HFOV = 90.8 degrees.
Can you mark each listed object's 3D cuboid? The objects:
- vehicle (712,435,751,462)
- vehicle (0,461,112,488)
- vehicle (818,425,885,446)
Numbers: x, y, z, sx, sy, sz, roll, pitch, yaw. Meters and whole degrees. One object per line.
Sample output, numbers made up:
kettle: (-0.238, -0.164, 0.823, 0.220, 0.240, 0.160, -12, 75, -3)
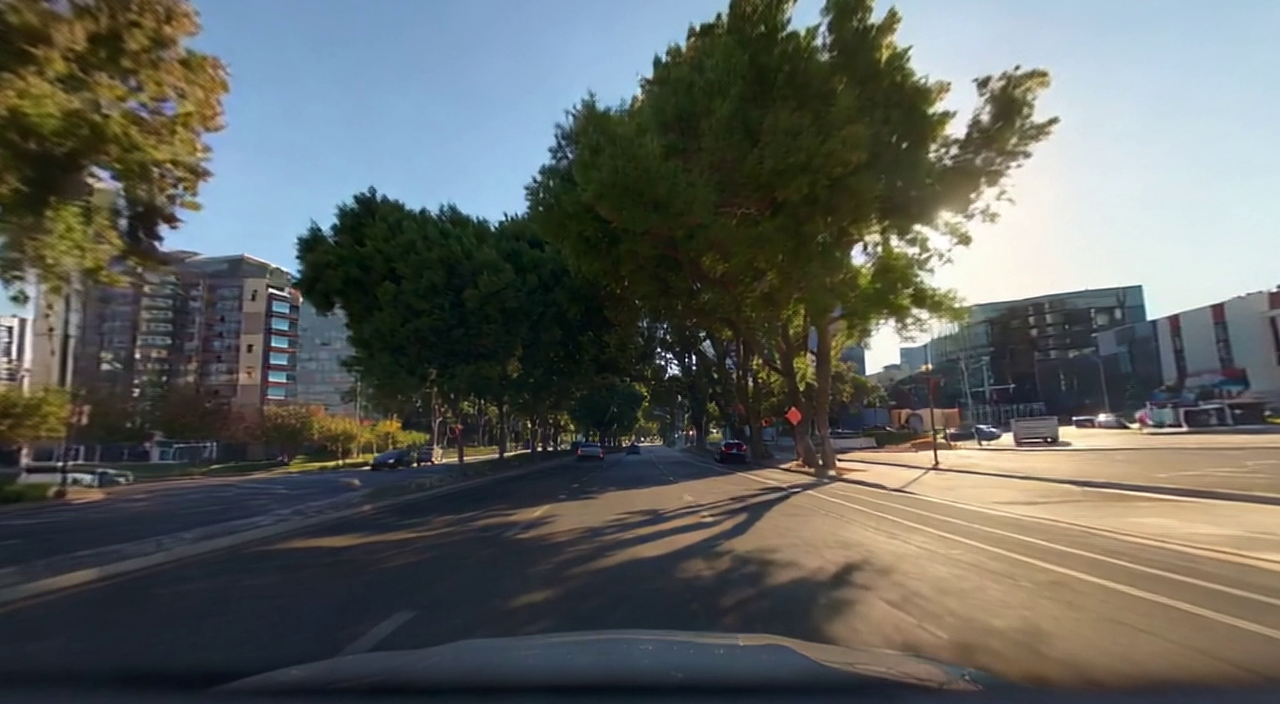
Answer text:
vehicle: (6.078, 6.479, 42.413, 1.986, 1.682, 4.341, 0, -8, 0)
vehicle: (-32.482, 6.800, 35.235, 4.359, 1.405, 1.831, 0, -8, -2)
vehicle: (15.712, 6.265, 47.105, 4.320, 1.492, 1.835, 0, -8, 3)
